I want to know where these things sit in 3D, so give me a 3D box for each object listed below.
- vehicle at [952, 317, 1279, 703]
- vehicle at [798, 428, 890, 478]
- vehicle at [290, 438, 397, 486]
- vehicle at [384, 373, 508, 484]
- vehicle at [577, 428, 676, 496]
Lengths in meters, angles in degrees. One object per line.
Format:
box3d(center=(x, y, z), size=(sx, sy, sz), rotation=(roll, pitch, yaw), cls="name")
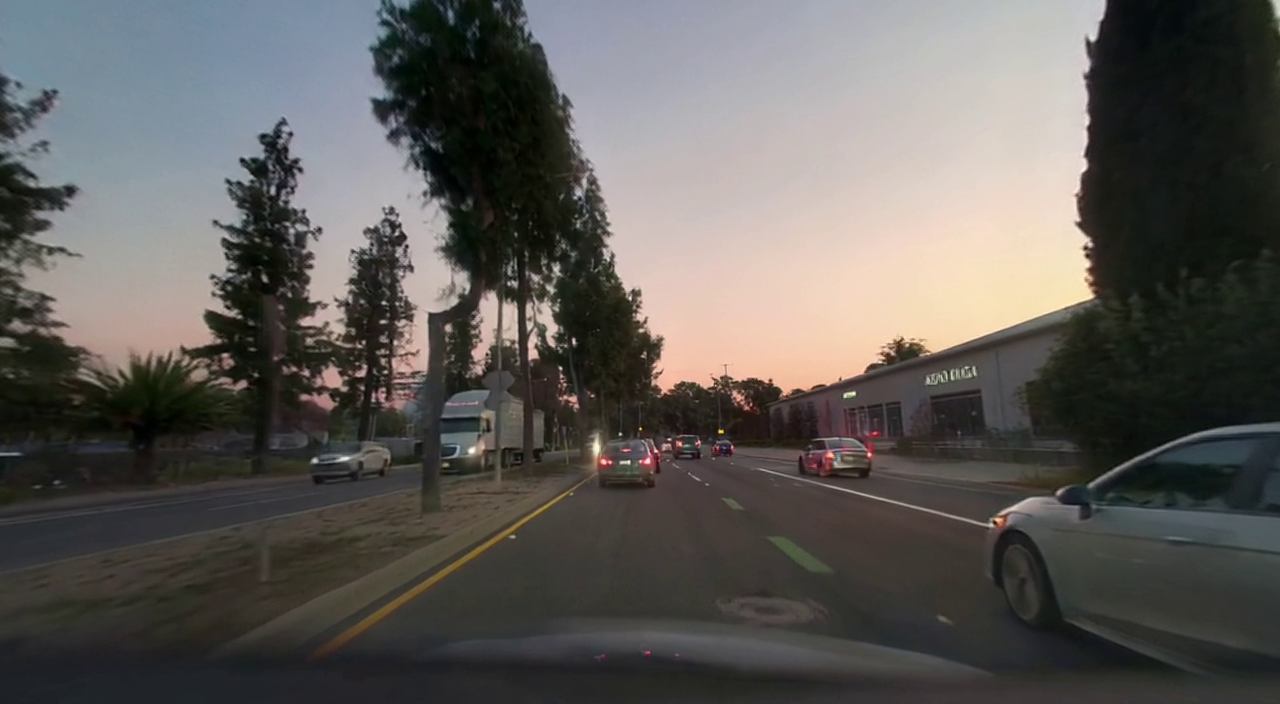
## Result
box3d(center=(3.596, 0.793, 2.772), size=(2.090, 1.763, 4.560), rotation=(0, -9, 1), cls="vehicle")
box3d(center=(7.772, 3.907, 24.432), size=(2.090, 1.768, 4.407), rotation=(0, -9, 0), cls="vehicle")
box3d(center=(-11.887, 4.432, 25.588), size=(2.058, 1.759, 4.577), rotation=(0, -9, 1), cls="vehicle")
box3d(center=(-8.135, 3.441, 27.545), size=(3.021, 4.215, 7.024), rotation=(0, -9, 1), cls="vehicle")
box3d(center=(-0.329, 2.887, 16.784), size=(2.315, 1.563, 4.080), rotation=(0, -9, 0), cls="vehicle")
